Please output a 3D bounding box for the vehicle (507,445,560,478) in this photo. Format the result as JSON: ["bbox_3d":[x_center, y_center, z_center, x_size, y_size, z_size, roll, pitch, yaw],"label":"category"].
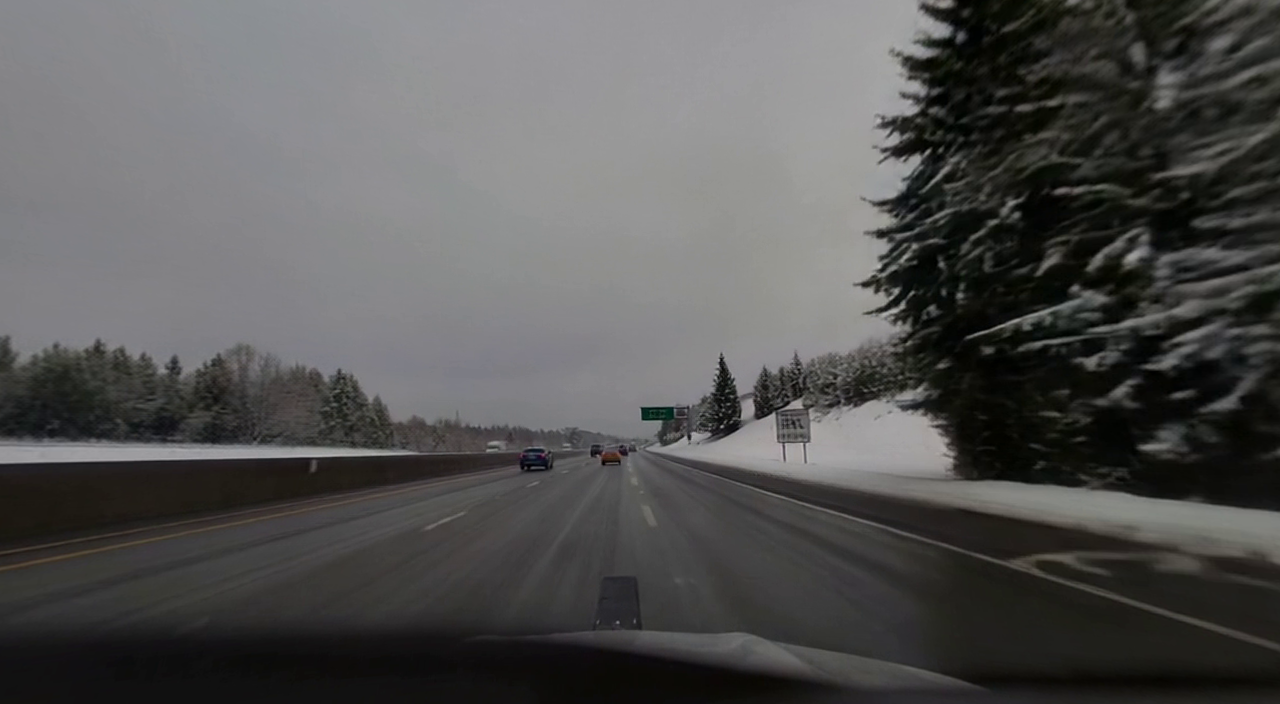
[{"bbox_3d":[-5.476,5.696,32.788,2.028,1.563,4.734,0,-9,-1],"label":"vehicle"}]
